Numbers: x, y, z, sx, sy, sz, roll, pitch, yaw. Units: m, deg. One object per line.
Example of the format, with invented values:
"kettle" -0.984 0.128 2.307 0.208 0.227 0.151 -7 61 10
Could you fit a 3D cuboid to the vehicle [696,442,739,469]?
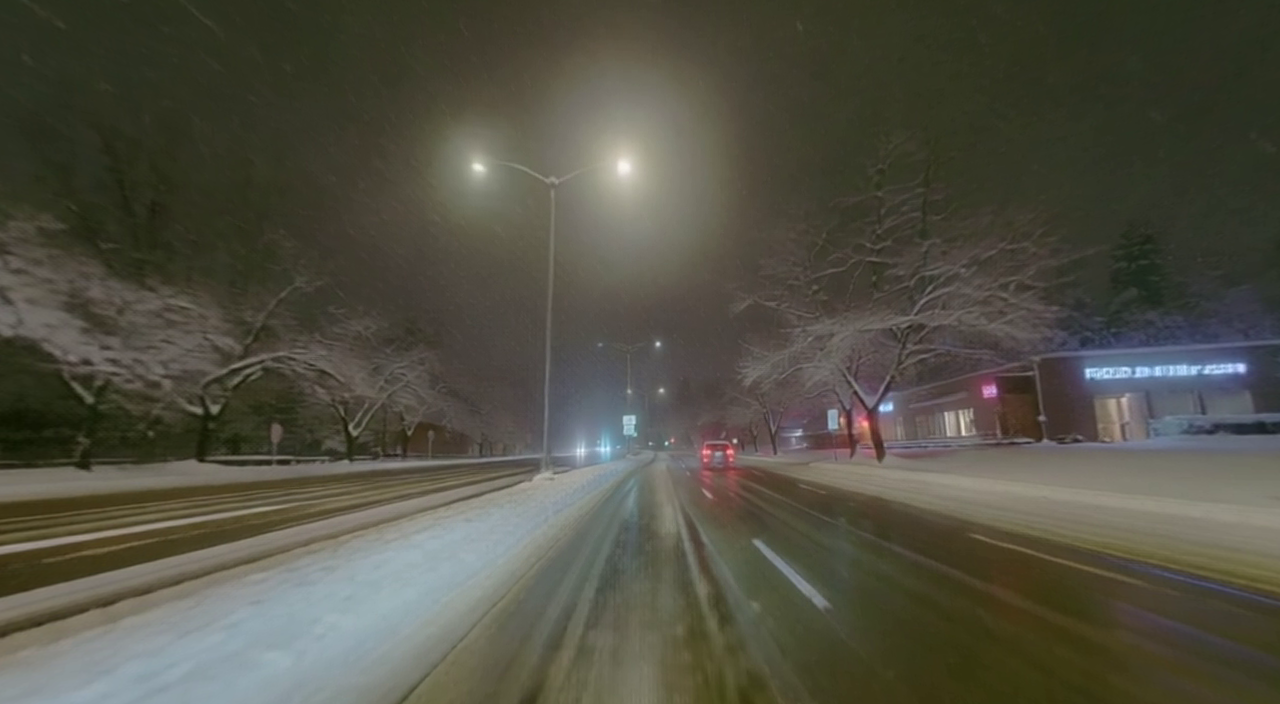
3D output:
"vehicle" 4.463 6.044 37.010 2.015 1.479 4.444 0 -9 0
